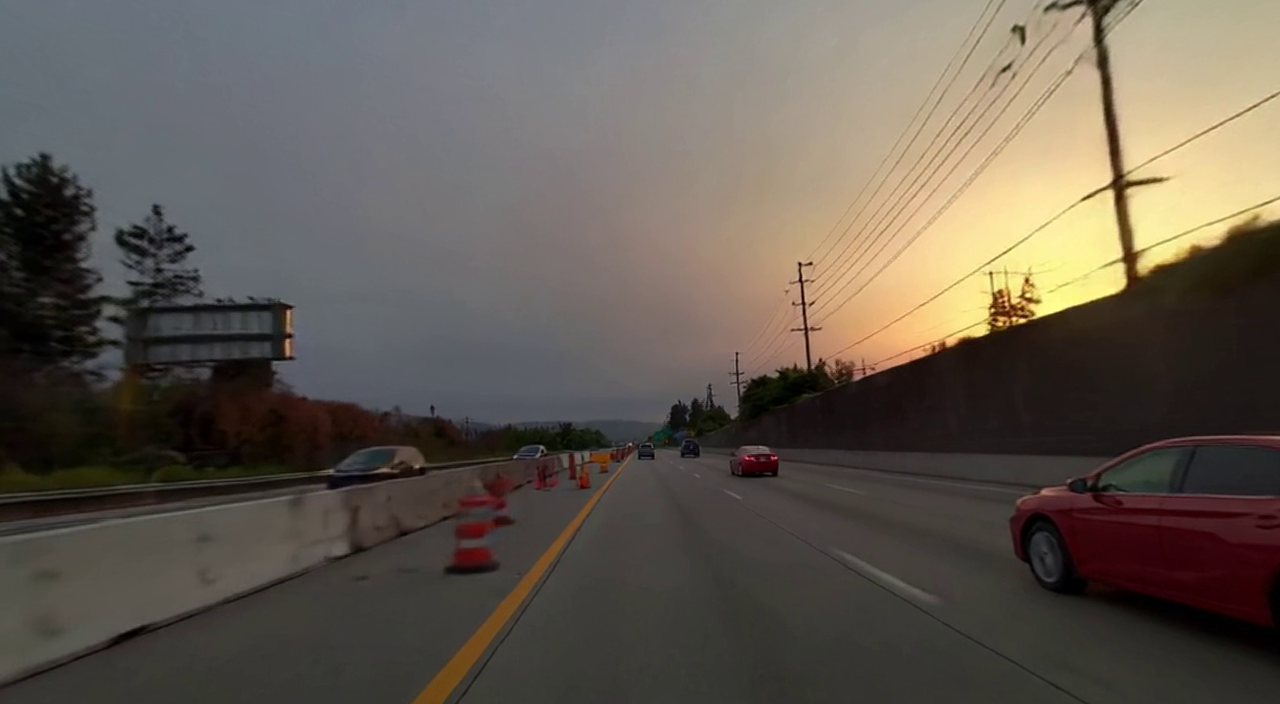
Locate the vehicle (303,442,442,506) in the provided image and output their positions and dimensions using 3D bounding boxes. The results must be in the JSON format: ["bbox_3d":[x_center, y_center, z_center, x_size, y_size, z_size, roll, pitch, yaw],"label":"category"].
[{"bbox_3d":[-7.646,3.492,18.670,1.941,1.594,4.791,0,-8,1],"label":"vehicle"}]

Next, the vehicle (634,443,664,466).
[{"bbox_3d":[0.624,7.625,47.190,2.096,1.583,4.150,0,-8,-1],"label":"vehicle"}]

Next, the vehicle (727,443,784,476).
[{"bbox_3d":[5.385,5.072,29.967,1.881,1.409,4.016,0,-8,-1],"label":"vehicle"}]

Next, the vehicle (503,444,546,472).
[{"bbox_3d":[-7.140,6.545,39.290,1.888,1.605,3.922,0,-8,1],"label":"vehicle"}]

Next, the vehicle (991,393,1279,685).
[{"bbox_3d":[4.462,1.077,3.902,1.997,1.568,4.529,0,-8,1],"label":"vehicle"}]
